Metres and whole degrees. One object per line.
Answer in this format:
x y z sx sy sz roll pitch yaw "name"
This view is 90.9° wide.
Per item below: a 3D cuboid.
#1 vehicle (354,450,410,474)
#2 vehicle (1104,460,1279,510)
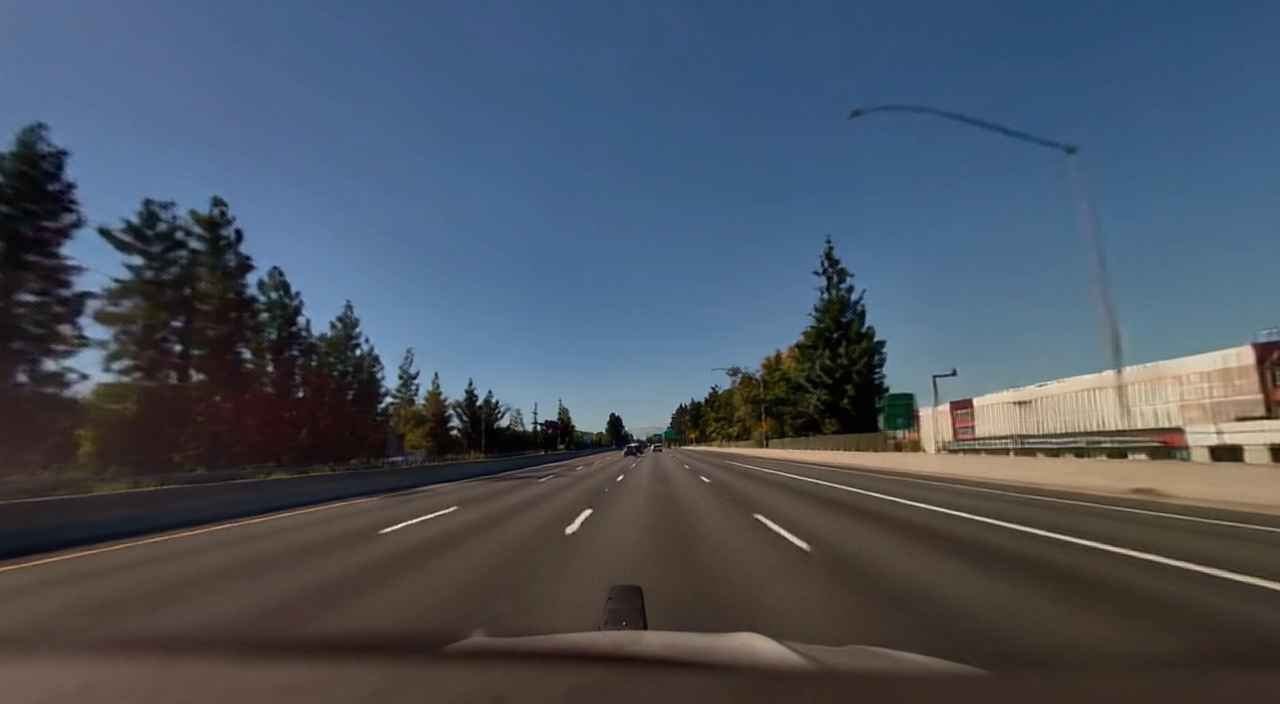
-18.277 7.787 44.887 1.954 1.610 4.594 -1 -8 1 "vehicle"
27.188 6.477 30.919 7.005 2.000 2.255 -2 -9 -1 "vehicle"
